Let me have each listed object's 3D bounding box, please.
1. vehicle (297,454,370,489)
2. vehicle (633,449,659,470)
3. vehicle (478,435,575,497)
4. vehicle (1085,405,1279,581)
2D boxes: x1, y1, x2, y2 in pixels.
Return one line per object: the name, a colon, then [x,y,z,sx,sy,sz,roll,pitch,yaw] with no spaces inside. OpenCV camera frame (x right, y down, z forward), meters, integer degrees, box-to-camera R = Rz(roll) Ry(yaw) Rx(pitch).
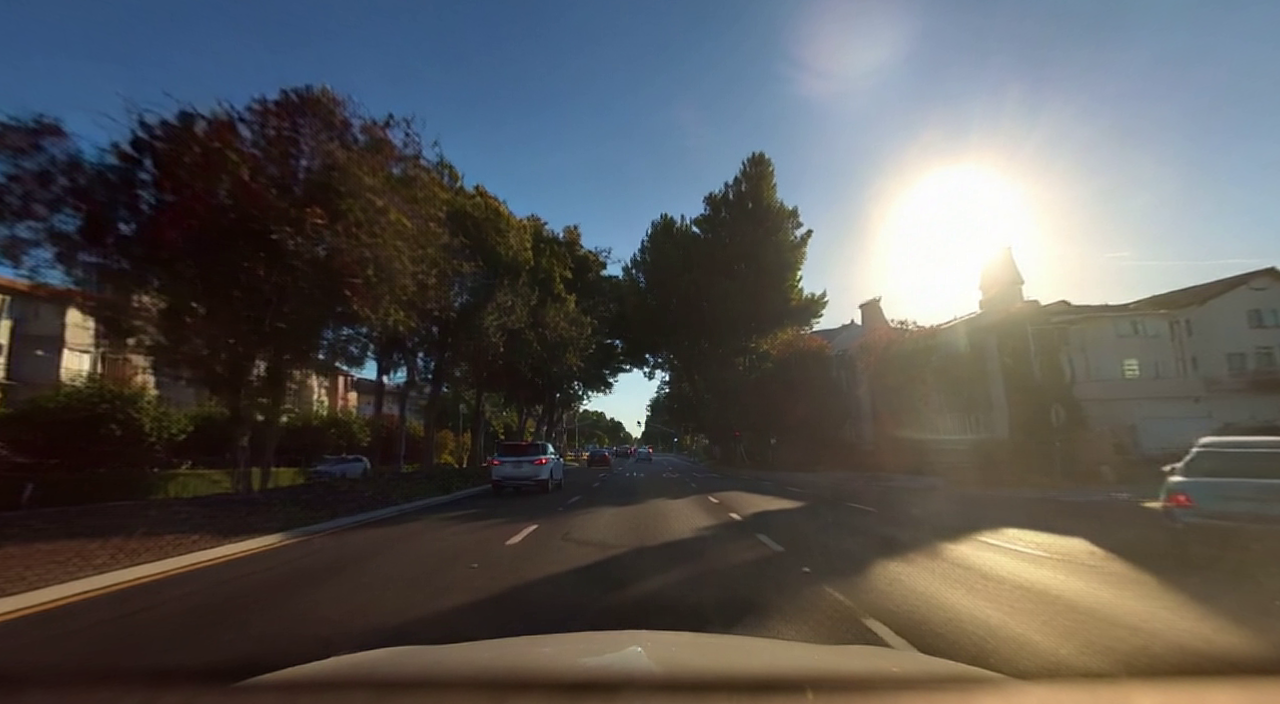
vehicle: [-17.302,6.732,35.859,1.899,1.790,4.340,0,-8,0]
vehicle: [0.473,8.133,48.051,1.940,1.501,4.133,0,-8,1]
vehicle: [-3.651,3.777,21.330,2.216,1.828,4.886,0,-8,2]
vehicle: [7.141,1.556,7.617,1.969,1.593,4.293,-4,-9,24]
